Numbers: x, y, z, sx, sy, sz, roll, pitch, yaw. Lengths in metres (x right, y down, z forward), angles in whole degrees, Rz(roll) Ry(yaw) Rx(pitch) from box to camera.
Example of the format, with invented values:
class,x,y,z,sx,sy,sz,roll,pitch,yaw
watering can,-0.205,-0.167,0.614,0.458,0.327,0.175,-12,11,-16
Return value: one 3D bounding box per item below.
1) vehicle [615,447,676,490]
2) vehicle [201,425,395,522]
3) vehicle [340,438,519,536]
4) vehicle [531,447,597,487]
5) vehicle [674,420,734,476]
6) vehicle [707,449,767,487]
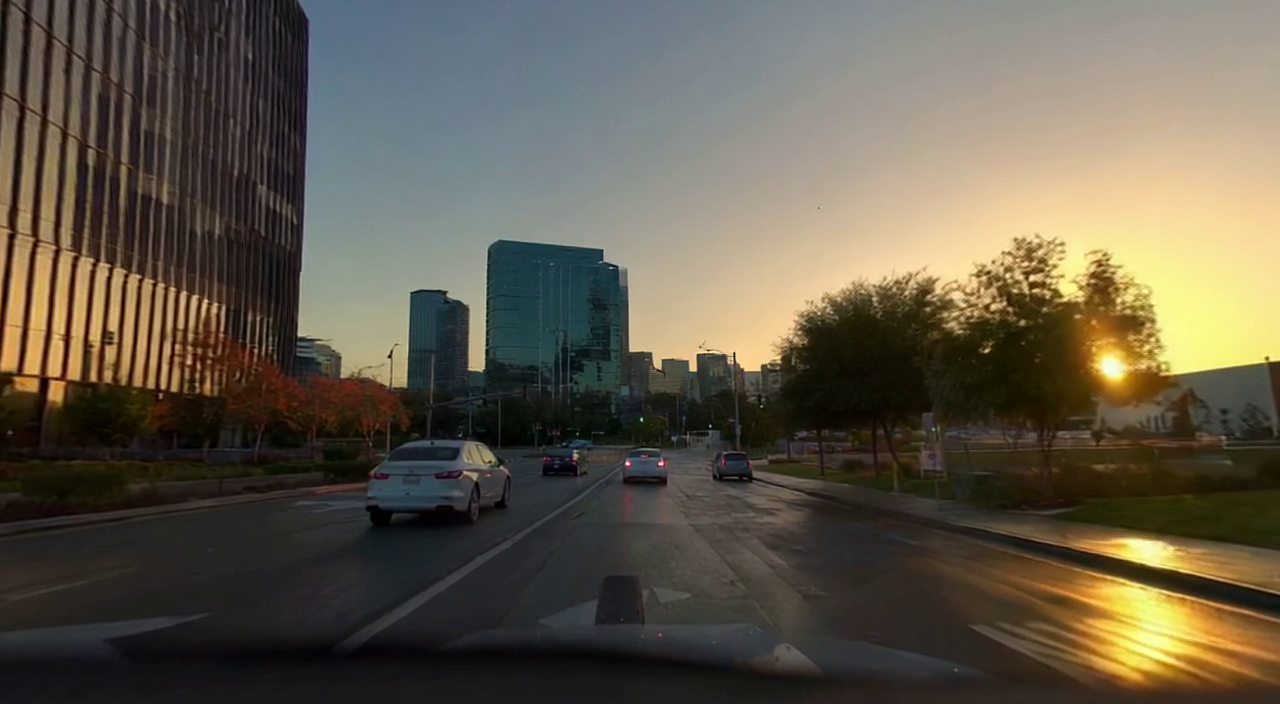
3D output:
class,x,y,z,sx,sy,sz,roll,pitch,yaw
vehicle,0.209,4.538,24.850,2.174,1.509,4.374,0,-9,0
vehicle,-7.100,2.547,13.670,1.902,1.765,3.973,0,-9,1
vehicle,-3.750,2.463,12.143,1.933,1.520,4.195,0,-9,1
vehicle,-3.086,4.746,26.429,2.044,1.508,4.479,0,-9,2
vehicle,4.207,6.739,44.428,3.074,3.316,12.953,0,-9,1
vehicle,4.151,5.017,27.560,1.940,1.514,4.187,0,-9,-1
